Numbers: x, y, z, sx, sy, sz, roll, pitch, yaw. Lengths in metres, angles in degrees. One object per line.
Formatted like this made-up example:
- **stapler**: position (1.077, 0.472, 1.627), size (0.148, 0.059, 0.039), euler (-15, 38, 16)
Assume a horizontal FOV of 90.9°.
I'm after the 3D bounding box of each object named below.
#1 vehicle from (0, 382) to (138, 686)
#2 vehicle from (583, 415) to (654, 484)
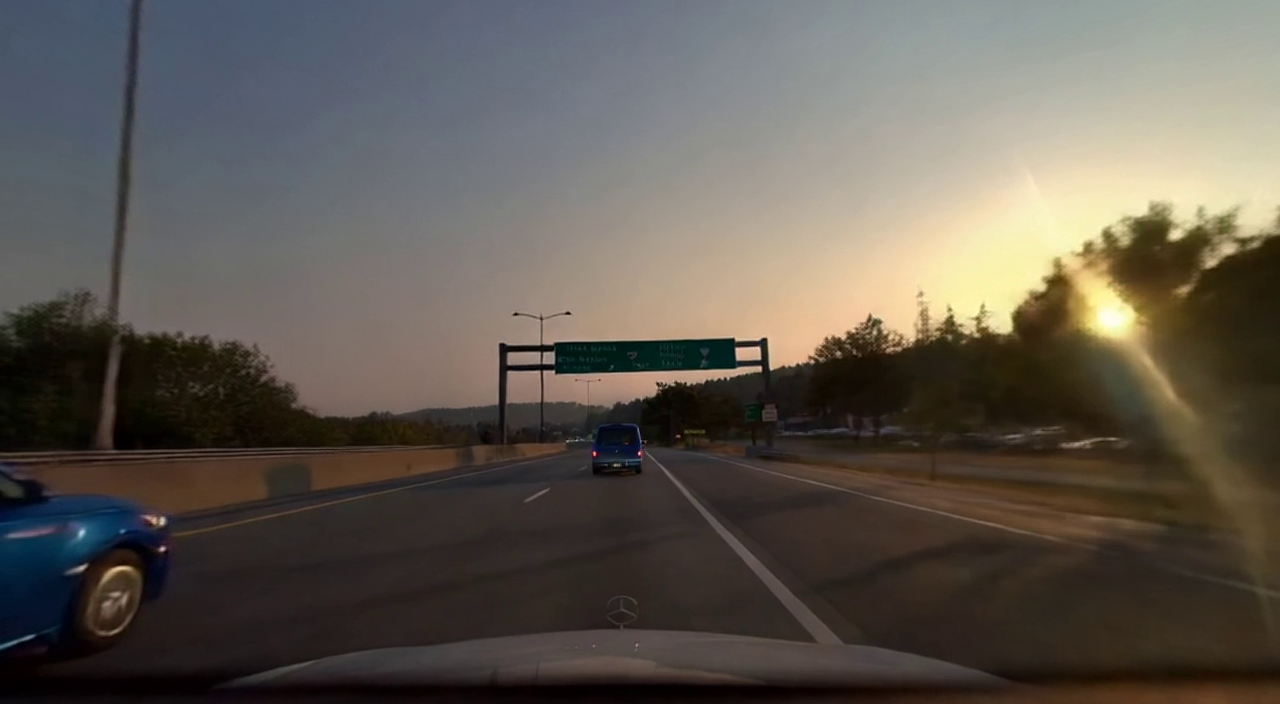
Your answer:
- **vehicle**: position (-4.628, 0.815, 2.184), size (2.198, 1.666, 4.311), euler (1, -8, -1)
- **vehicle**: position (-0.716, 3.448, 22.520), size (2.248, 2.154, 4.892), euler (1, -8, -1)
